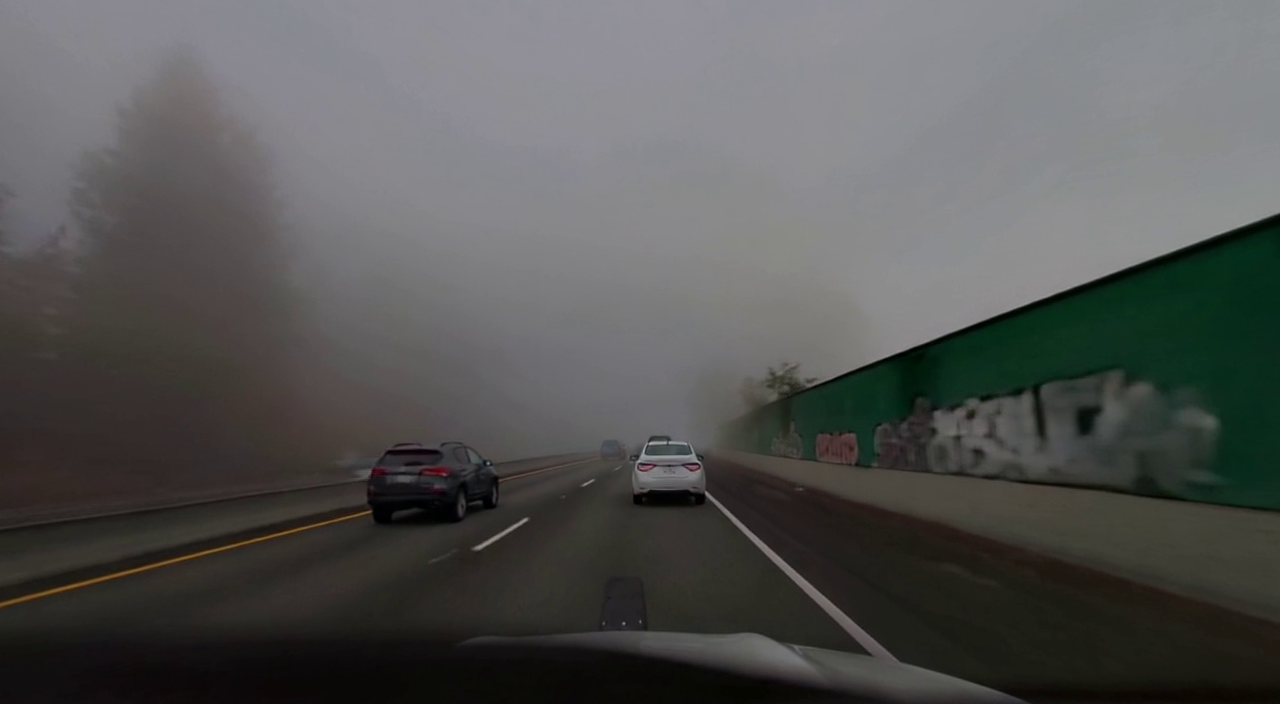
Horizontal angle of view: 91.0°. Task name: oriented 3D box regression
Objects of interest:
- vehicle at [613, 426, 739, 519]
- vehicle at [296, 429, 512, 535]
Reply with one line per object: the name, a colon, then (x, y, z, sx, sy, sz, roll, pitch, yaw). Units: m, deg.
vehicle: (0.620, 2.280, 12.416, 2.077, 1.533, 3.854, 0, -8, 1)
vehicle: (-3.762, 2.129, 11.014, 2.059, 1.471, 4.152, 0, -8, 2)
